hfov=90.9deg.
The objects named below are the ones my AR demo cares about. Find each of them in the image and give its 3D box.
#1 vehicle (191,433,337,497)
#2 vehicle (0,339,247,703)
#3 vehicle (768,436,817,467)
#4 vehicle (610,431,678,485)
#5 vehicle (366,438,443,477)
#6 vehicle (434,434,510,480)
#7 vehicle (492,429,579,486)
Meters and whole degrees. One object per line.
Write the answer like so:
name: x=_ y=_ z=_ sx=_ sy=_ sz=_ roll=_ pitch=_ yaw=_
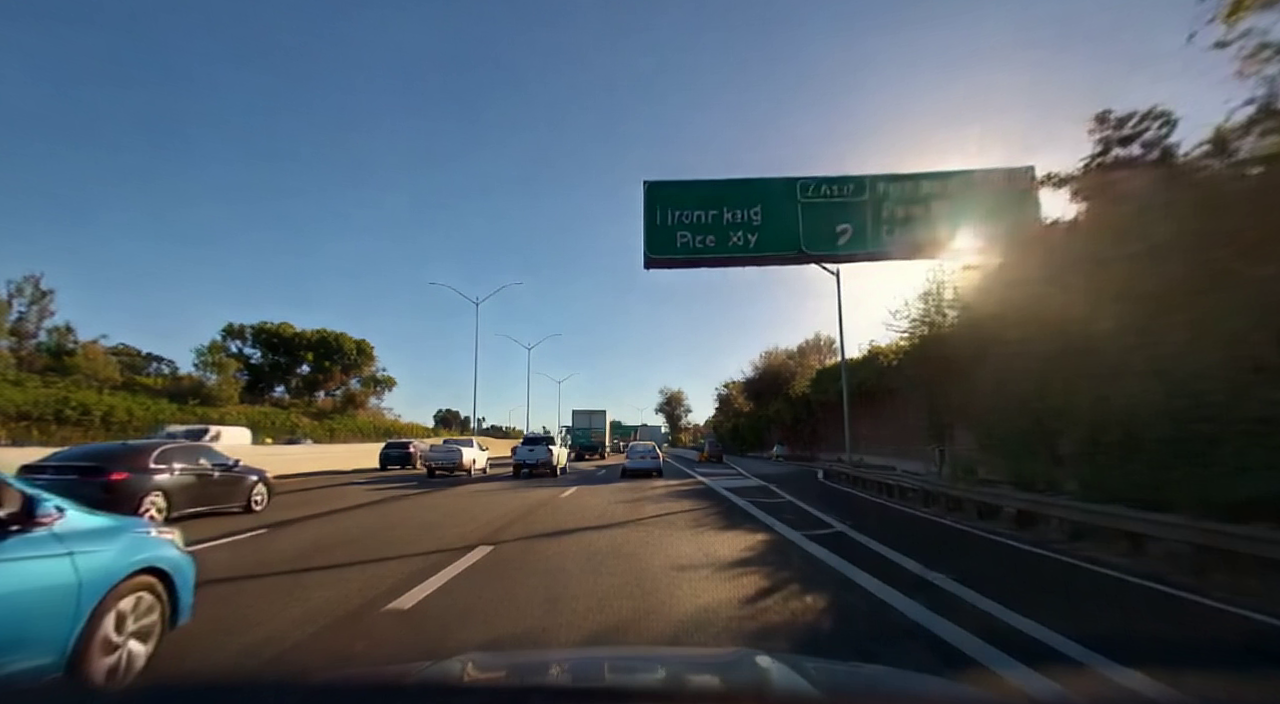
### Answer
vehicle: x=-10.983 y=3.303 z=18.810 sx=1.863 sy=1.696 sz=3.885 roll=0 pitch=-8 yaw=1
vehicle: x=-3.449 y=0.699 z=1.489 sx=2.209 sy=1.711 sz=4.296 roll=0 pitch=-8 yaw=1
vehicle: x=9.043 y=5.949 z=37.788 sx=2.026 sy=1.718 sz=4.522 roll=-1 pitch=-8 yaw=3
vehicle: x=0.149 y=3.705 z=22.330 sx=2.180 sy=1.716 sz=3.920 roll=0 pitch=-8 yaw=1
vehicle: x=-10.824 y=4.865 z=29.293 sx=1.894 sy=1.669 sz=4.251 roll=0 pitch=-8 yaw=0
vehicle: x=-6.963 y=4.381 z=26.632 sx=1.998 sy=1.770 sz=4.222 roll=0 pitch=-8 yaw=1
vehicle: x=-3.527 y=3.675 z=22.208 sx=2.125 sy=1.792 sz=4.466 roll=0 pitch=-8 yaw=2
